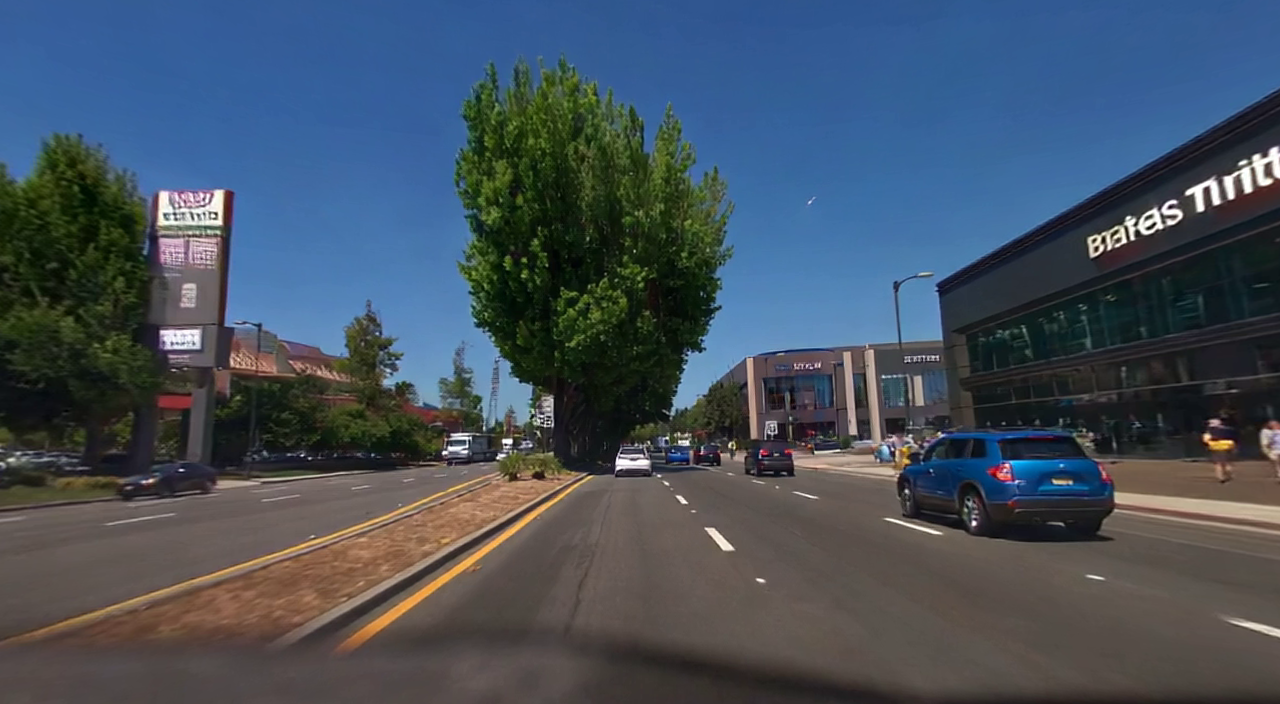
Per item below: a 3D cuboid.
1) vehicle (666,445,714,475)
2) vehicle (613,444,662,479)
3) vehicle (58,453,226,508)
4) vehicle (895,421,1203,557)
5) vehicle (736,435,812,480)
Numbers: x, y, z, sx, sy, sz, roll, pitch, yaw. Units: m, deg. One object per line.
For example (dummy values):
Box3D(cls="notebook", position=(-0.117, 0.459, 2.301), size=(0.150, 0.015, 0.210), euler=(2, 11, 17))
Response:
Box3D(cls="vehicle", position=(2.437, 5.399, 31.786), size=(1.970, 1.402, 3.756), euler=(0, -8, -2))
Box3D(cls="vehicle", position=(-0.141, 4.877, 28.464), size=(2.056, 1.440, 3.798), euler=(0, -8, -1))
Box3D(cls="vehicle", position=(-15.745, 4.040, 20.328), size=(1.950, 1.521, 4.255), euler=(0, -8, -1))
Box3D(cls="vehicle", position=(5.925, 2.007, 9.976), size=(1.949, 1.647, 4.261), euler=(0, -8, -1))
Box3D(cls="vehicle", position=(5.801, 4.617, 28.004), size=(2.140, 1.811, 4.593), euler=(0, -8, -3))
